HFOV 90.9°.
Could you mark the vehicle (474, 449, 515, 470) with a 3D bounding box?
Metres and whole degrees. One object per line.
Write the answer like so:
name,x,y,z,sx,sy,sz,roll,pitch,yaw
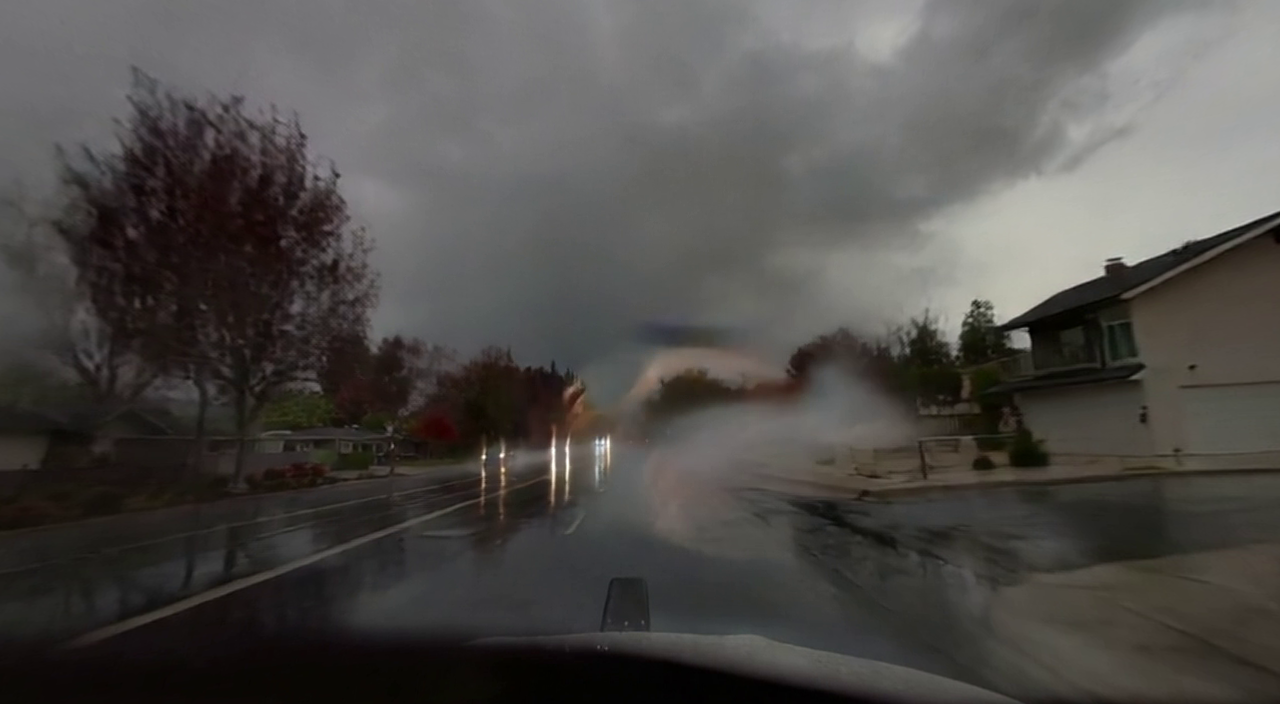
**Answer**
vehicle,-11.072,8.167,48.211,2.026,1.519,4.534,0,-9,1
